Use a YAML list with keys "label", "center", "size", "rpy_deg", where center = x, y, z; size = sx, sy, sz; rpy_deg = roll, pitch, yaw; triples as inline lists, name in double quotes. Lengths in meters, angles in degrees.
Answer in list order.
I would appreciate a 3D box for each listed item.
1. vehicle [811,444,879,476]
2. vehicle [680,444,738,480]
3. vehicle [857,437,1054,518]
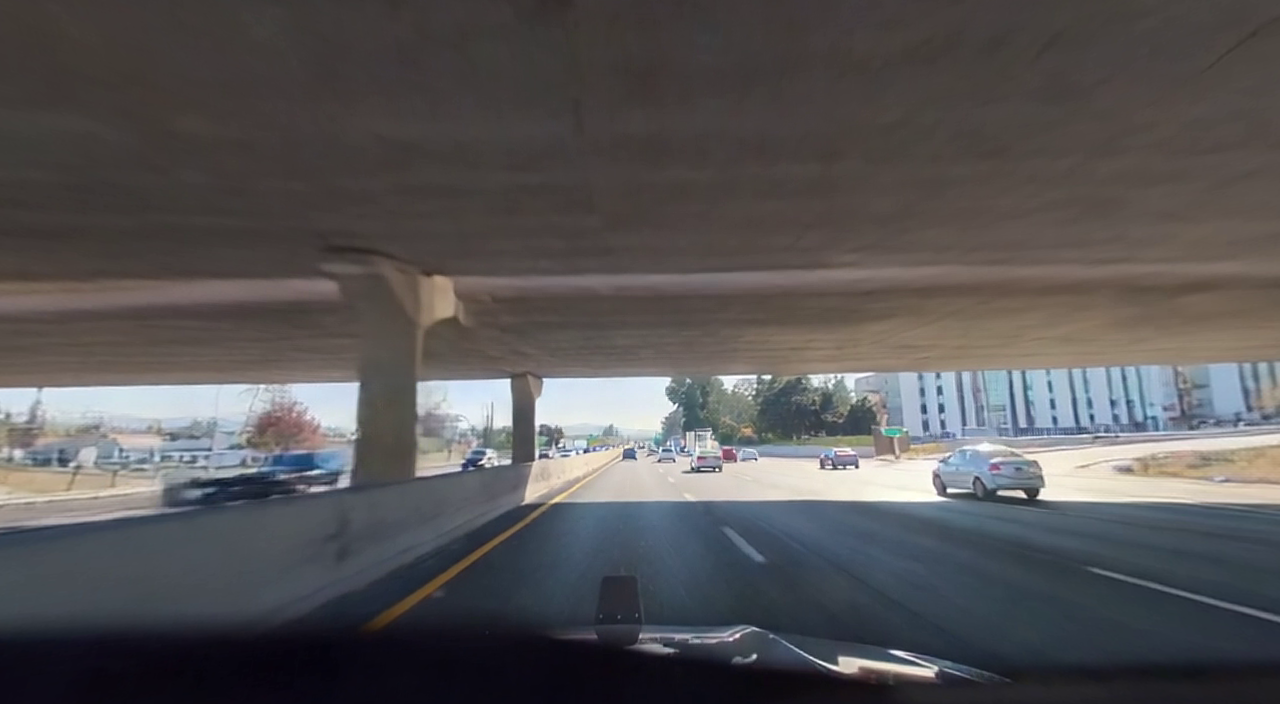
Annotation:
- label: "vehicle"
  center: [9.909, 5.223, 30.838]
  size: [1.838, 1.440, 4.121]
  rpy_deg: [0, -9, -2]
- label: "vehicle"
  center: [3.056, 4.976, 28.889]
  size: [1.993, 1.507, 4.594]
  rpy_deg: [0, -9, -2]
- label: "vehicle"
  center: [6.616, 2.668, 13.959]
  size: [1.952, 1.489, 4.483]
  rpy_deg: [0, -9, -1]
